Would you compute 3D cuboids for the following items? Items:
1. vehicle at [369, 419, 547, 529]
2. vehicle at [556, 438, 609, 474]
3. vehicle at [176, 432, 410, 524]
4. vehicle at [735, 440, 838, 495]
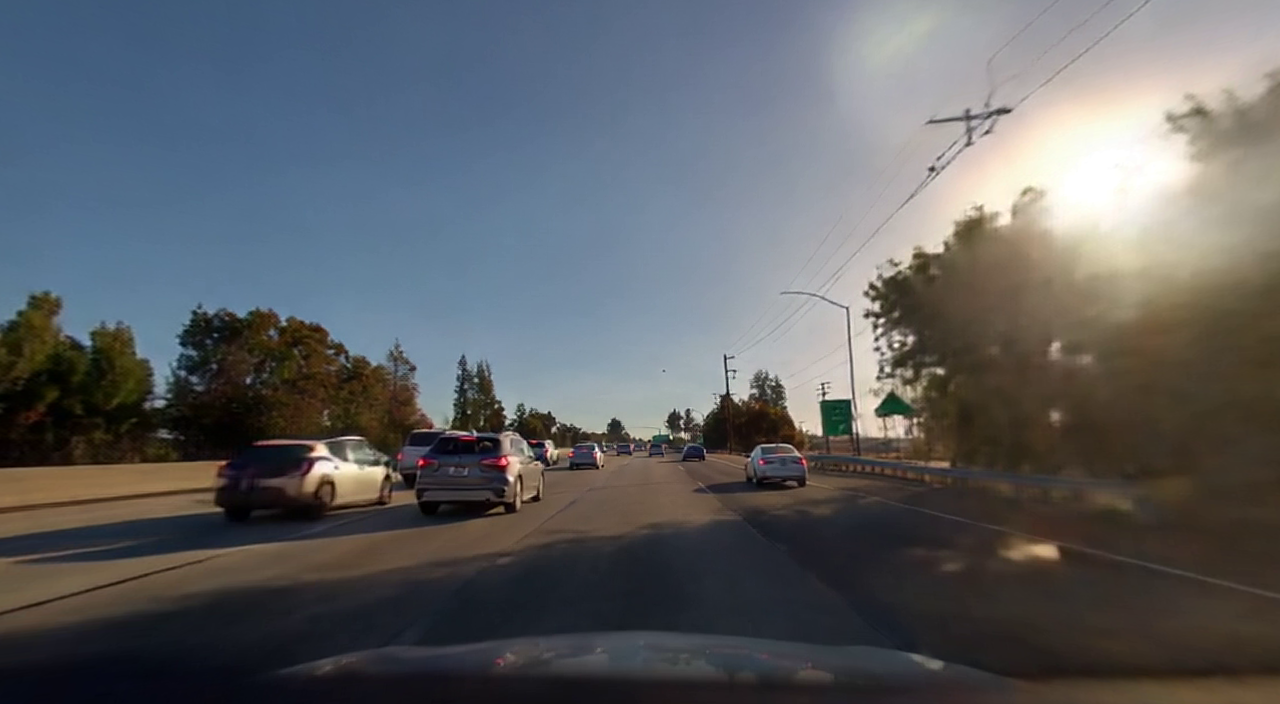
[{"bbox_3d":[-3.319,2.332,12.641,2.133,1.775,4.530,0,-8,1],"label":"vehicle"},{"bbox_3d":[-2.832,5.263,32.044,2.133,1.668,4.505,0,-8,2],"label":"vehicle"},{"bbox_3d":[-6.759,2.493,13.138,2.049,1.544,4.866,0,-8,1],"label":"vehicle"},{"bbox_3d":[4.288,3.441,19.270,2.022,1.472,4.678,0,-8,0],"label":"vehicle"}]
